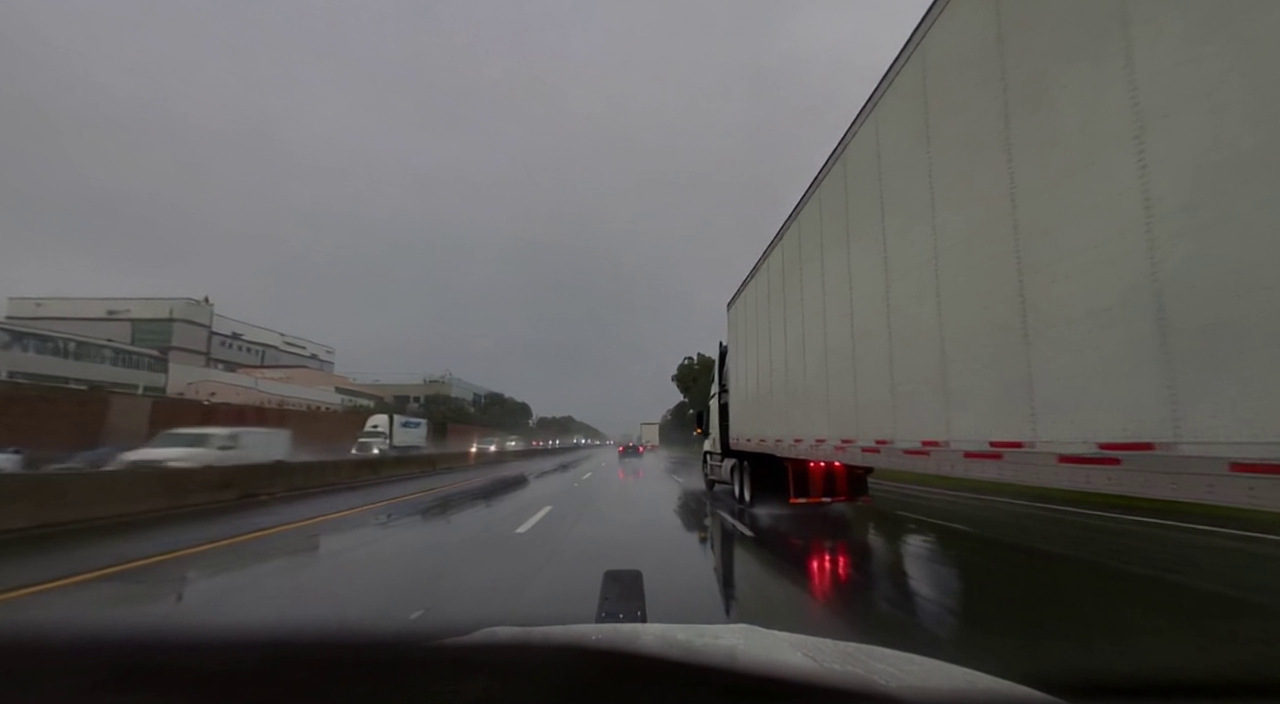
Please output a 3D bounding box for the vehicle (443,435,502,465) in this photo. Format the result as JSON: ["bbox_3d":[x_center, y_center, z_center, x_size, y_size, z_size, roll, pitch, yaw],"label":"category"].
[{"bbox_3d":[-10.543,6.244,40.222,2.472,1.758,4.813,0,-9,-1],"label":"vehicle"}]

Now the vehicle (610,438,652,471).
[{"bbox_3d":[-0.500,5.590,34.495,2.191,1.685,4.015,0,-9,-1],"label":"vehicle"}]

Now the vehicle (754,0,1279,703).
[{"bbox_3d":[3.421,-0.343,1.784,2.996,4.123,15.965,0,-9,-1],"label":"vehicle"}]

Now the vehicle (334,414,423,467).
[{"bbox_3d":[-17.902,6.215,43.859,2.906,3.329,7.651,0,-9,-1],"label":"vehicle"}]

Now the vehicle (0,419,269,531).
[{"bbox_3d":[-9.516,2.225,11.961,2.153,1.681,4.705,0,-9,-1],"label":"vehicle"}]
